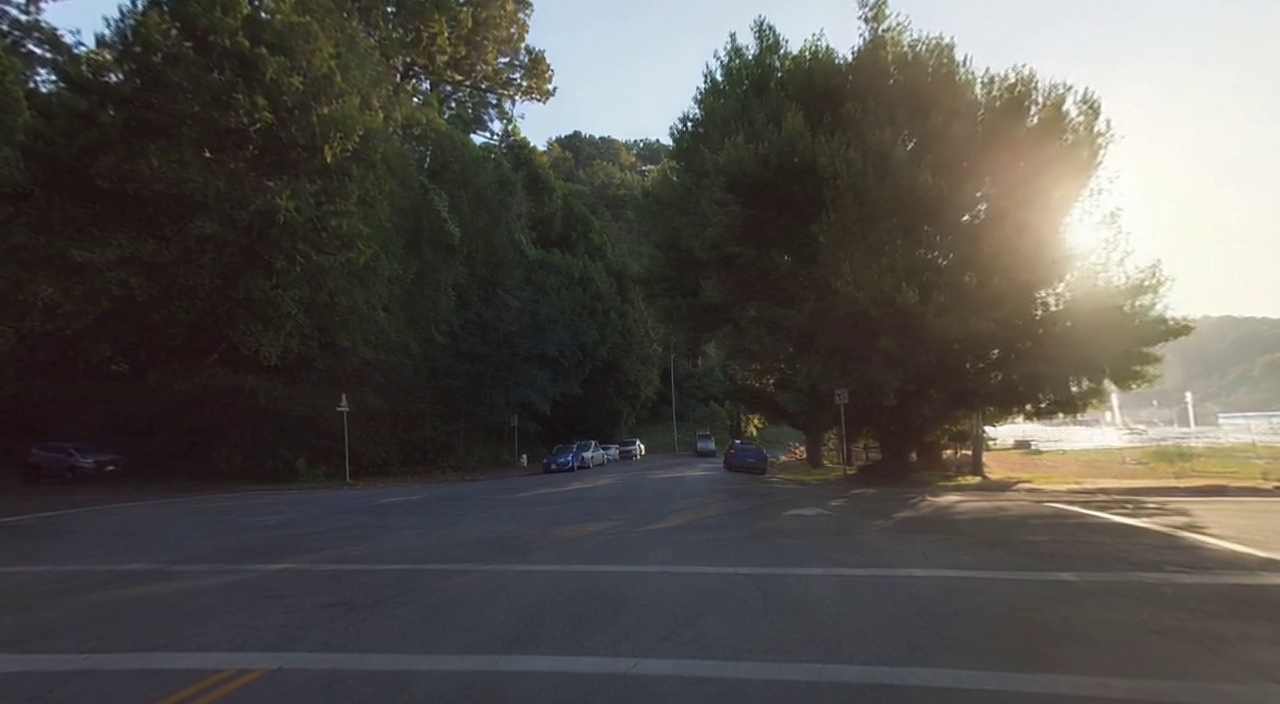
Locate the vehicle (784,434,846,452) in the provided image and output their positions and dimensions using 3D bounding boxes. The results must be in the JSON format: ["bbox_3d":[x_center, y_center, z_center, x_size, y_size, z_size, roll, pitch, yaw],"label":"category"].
[{"bbox_3d":[13.435,7.008,48.551,4.310,1.378,1.698,-1,-8,4],"label":"vehicle"}]

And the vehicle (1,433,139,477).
[{"bbox_3d":[-24.966,4.480,27.626,4.986,1.796,2.066,-2,-9,17],"label":"vehicle"}]

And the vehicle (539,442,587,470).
[{"bbox_3d":[-4.396,6.034,36.734,2.102,1.507,4.049,-1,-8,2],"label":"vehicle"}]

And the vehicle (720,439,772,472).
[{"bbox_3d":[5.021,4.984,30.473,2.051,1.461,4.100,-1,-8,4],"label":"vehicle"}]
